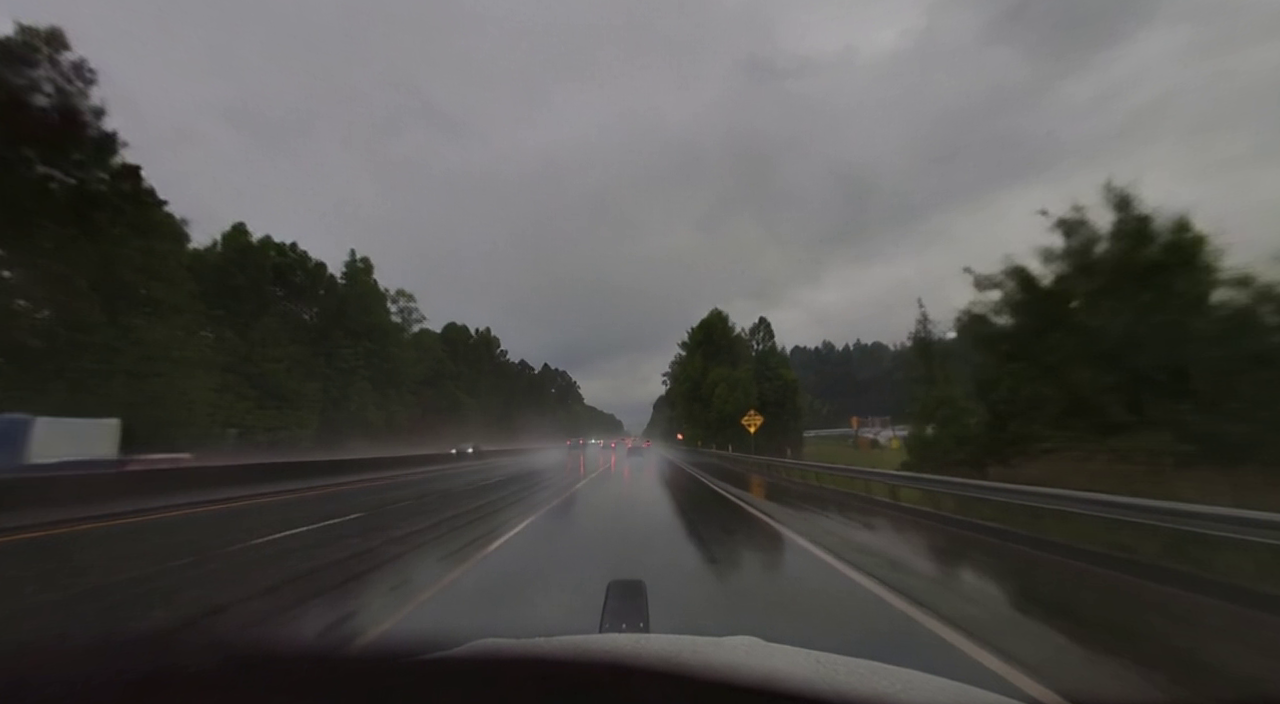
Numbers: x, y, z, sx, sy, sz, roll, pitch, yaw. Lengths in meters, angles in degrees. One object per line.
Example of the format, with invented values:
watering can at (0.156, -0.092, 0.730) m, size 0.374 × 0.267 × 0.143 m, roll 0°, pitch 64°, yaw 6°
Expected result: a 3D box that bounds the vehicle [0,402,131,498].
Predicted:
vehicle at (-23.467, 3.613, 23.346) m, size 2.770 × 3.292 × 7.462 m, roll 0°, pitch -8°, yaw 1°
